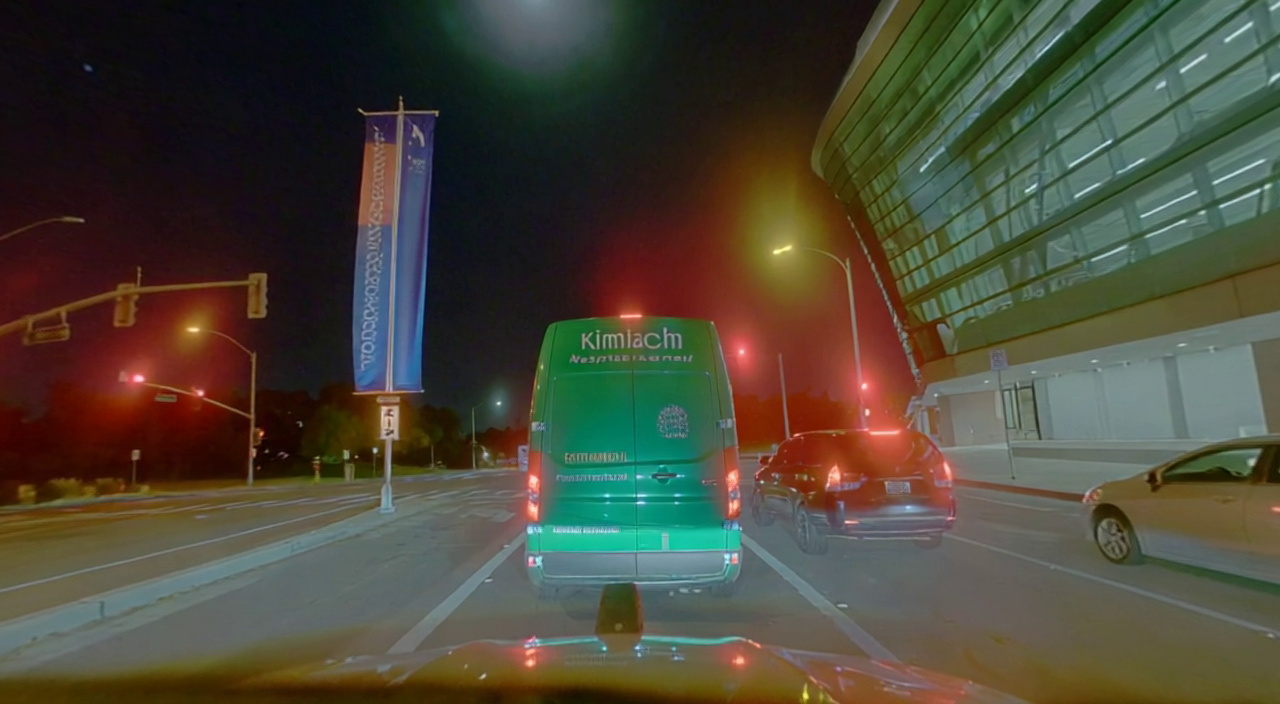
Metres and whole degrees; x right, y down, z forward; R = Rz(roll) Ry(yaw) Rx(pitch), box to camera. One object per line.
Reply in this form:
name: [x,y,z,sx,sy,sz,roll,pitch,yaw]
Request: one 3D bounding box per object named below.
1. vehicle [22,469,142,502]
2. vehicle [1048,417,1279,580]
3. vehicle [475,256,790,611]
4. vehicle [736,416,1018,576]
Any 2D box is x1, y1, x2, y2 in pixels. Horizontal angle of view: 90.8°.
vehicle: [-31.132,7.432,35.365,4.806,1.652,1.869,0,-8,-2]
vehicle: [7.522,1.586,7.010,1.963,1.669,4.678,3,-9,-20]
vehicle: [-0.038,1.183,9.084,2.613,3.035,7.342,0,-8,0]
vehicle: [2.875,1.866,9.043,2.183,1.676,4.506,0,-8,-1]
